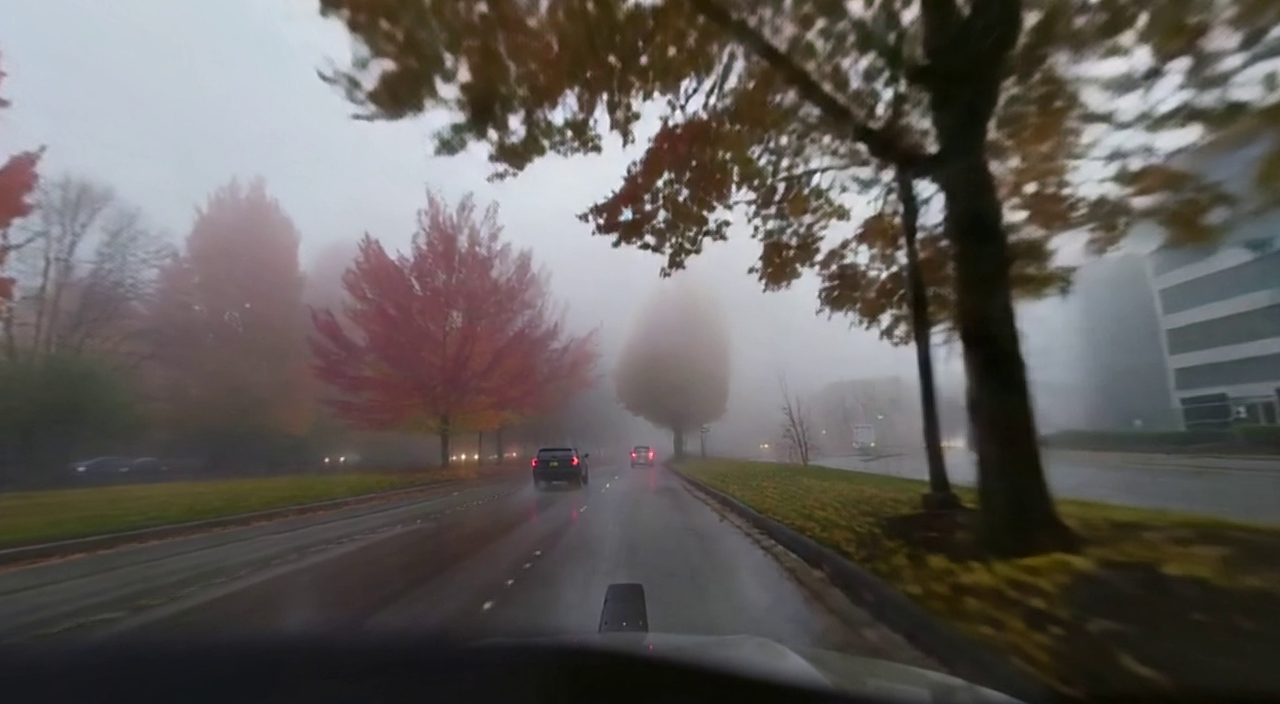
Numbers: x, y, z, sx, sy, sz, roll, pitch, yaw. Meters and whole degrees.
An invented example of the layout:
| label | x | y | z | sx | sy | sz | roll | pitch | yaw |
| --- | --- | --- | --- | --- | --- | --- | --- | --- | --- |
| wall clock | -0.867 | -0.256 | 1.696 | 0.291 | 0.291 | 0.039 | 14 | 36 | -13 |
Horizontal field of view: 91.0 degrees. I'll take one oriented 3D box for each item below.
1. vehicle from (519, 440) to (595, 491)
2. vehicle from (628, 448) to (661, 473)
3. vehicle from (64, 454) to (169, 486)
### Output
| label | x | y | z | sx | sy | sz | roll | pitch | yaw |
| --- | --- | --- | --- | --- | --- | --- | --- | --- | --- |
| vehicle | -2.993 | 4.193 | 23.613 | 2.197 | 1.709 | 4.069 | 0 | -8 | 1 |
| vehicle | 0.262 | 6.962 | 40.632 | 2.040 | 1.493 | 3.682 | 0 | -8 | -1 |
| vehicle | -34.184 | 7.689 | 41.396 | 1.864 | 1.798 | 5.882 | 0 | -8 | -1 |
